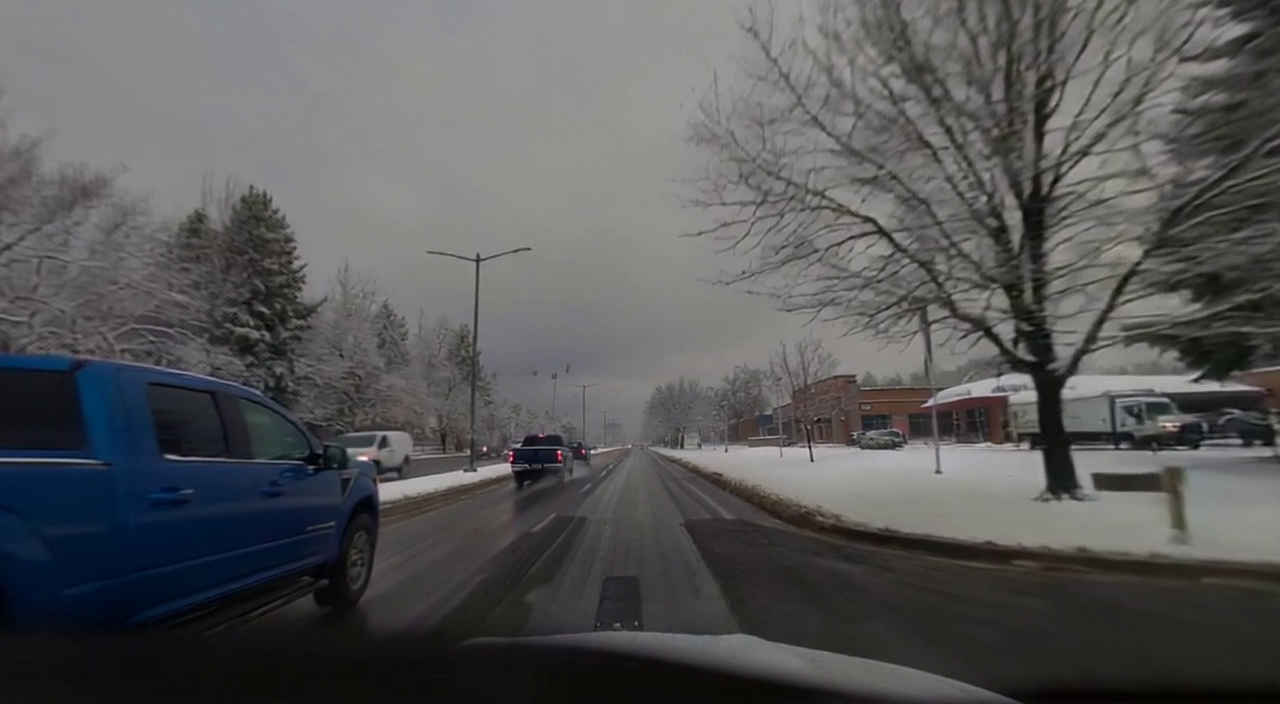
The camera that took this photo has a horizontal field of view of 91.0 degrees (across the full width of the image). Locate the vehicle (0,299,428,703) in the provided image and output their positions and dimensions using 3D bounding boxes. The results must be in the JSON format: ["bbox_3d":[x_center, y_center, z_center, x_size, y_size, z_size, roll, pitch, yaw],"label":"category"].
[{"bbox_3d":[-3.206,0.929,3.341,2.277,1.801,5.250,0,-8,1],"label":"vehicle"}]

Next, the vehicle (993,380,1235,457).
[{"bbox_3d":[26.160,4.063,36.495,2.948,3.576,13.937,1,-8,-2],"label":"vehicle"}]

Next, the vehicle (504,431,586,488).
[{"bbox_3d":[-3.251,3.805,22.694,2.065,1.790,5.417,0,-8,1],"label":"vehicle"}]
